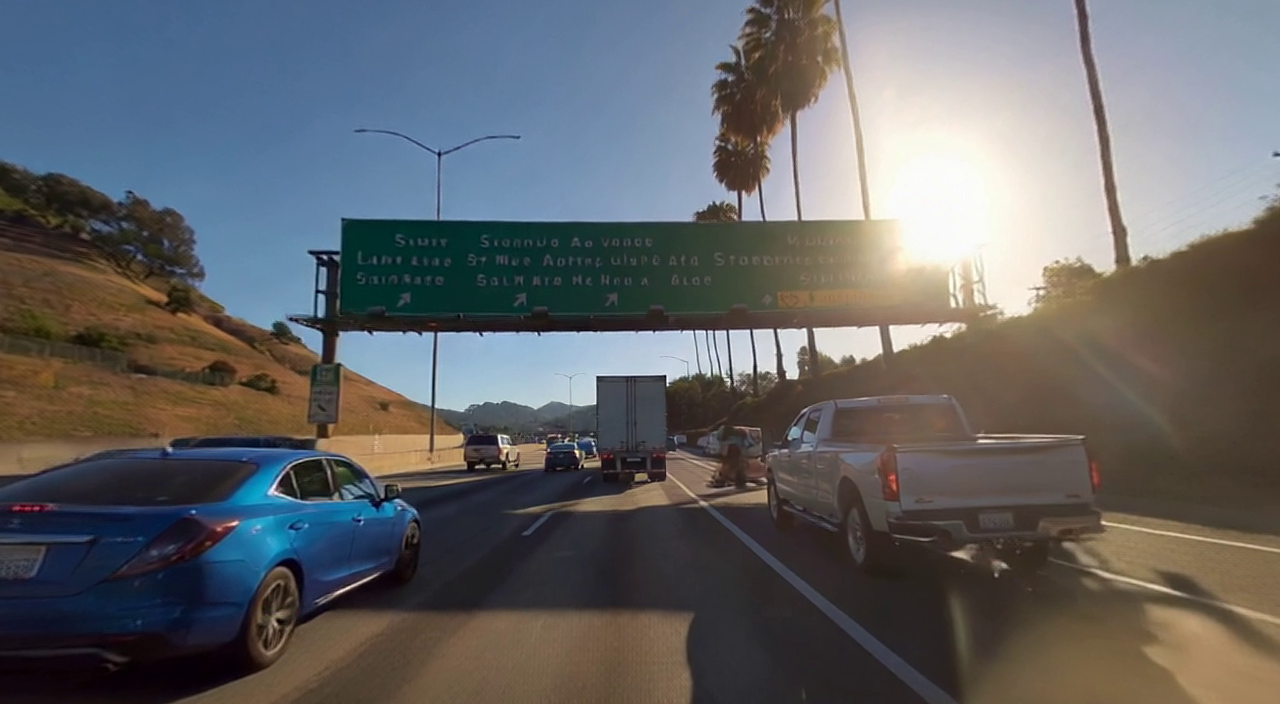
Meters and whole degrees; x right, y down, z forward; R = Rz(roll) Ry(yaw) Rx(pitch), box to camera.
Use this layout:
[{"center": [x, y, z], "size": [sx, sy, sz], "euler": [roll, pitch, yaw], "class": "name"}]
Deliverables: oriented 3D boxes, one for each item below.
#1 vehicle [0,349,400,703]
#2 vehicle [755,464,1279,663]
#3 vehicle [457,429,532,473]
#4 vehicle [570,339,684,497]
[{"center": [-3.222, 1.082, 3.889], "size": [1.885, 1.654, 4.103], "euler": [0, -9, 0], "class": "vehicle"}, {"center": [3.086, 1.777, 6.653], "size": [2.635, 1.036, 5.568], "euler": [0, -9, -1], "class": "vehicle"}, {"center": [-7.004, 4.881, 31.194], "size": [2.344, 1.954, 5.579], "euler": [0, -9, 0], "class": "vehicle"}, {"center": [-0.264, 2.477, 21.602], "size": [2.906, 4.040, 10.743], "euler": [0, -9, 1], "class": "vehicle"}]
